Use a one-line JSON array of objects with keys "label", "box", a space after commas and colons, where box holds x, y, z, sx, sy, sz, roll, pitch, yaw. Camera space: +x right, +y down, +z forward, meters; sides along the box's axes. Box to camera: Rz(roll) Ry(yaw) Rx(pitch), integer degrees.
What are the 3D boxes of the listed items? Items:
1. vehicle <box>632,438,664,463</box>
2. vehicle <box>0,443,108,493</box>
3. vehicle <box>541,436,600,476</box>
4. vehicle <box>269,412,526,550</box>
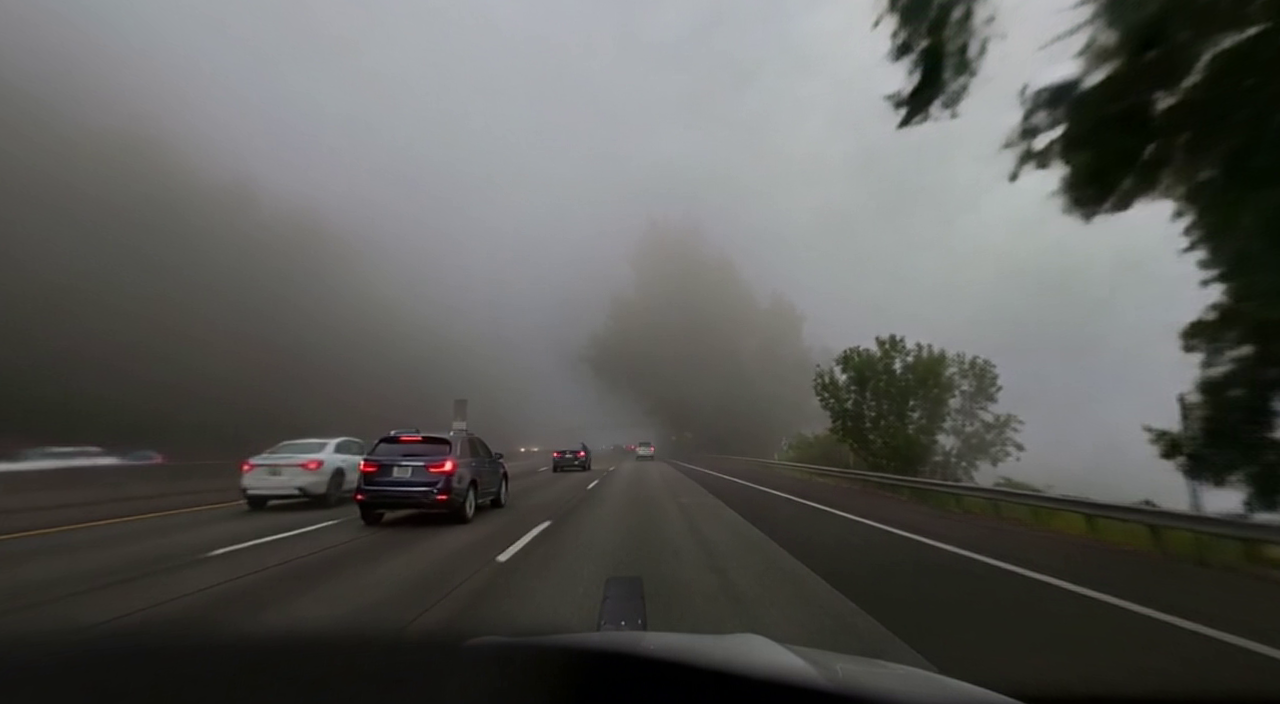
[{"label": "vehicle", "box": [0.607, 7.441, 47.400, 2.285, 1.797, 4.478, 0, -9, 0]}, {"label": "vehicle", "box": [-21.030, 3.890, 21.313, 1.907, 1.566, 4.459, 0, -9, 1]}, {"label": "vehicle", "box": [-3.027, 4.647, 28.270, 2.056, 1.679, 4.204, 0, -9, 1]}, {"label": "vehicle", "box": [-3.437, 1.956, 10.293, 2.040, 1.672, 5.122, 0, -8, 2]}]
